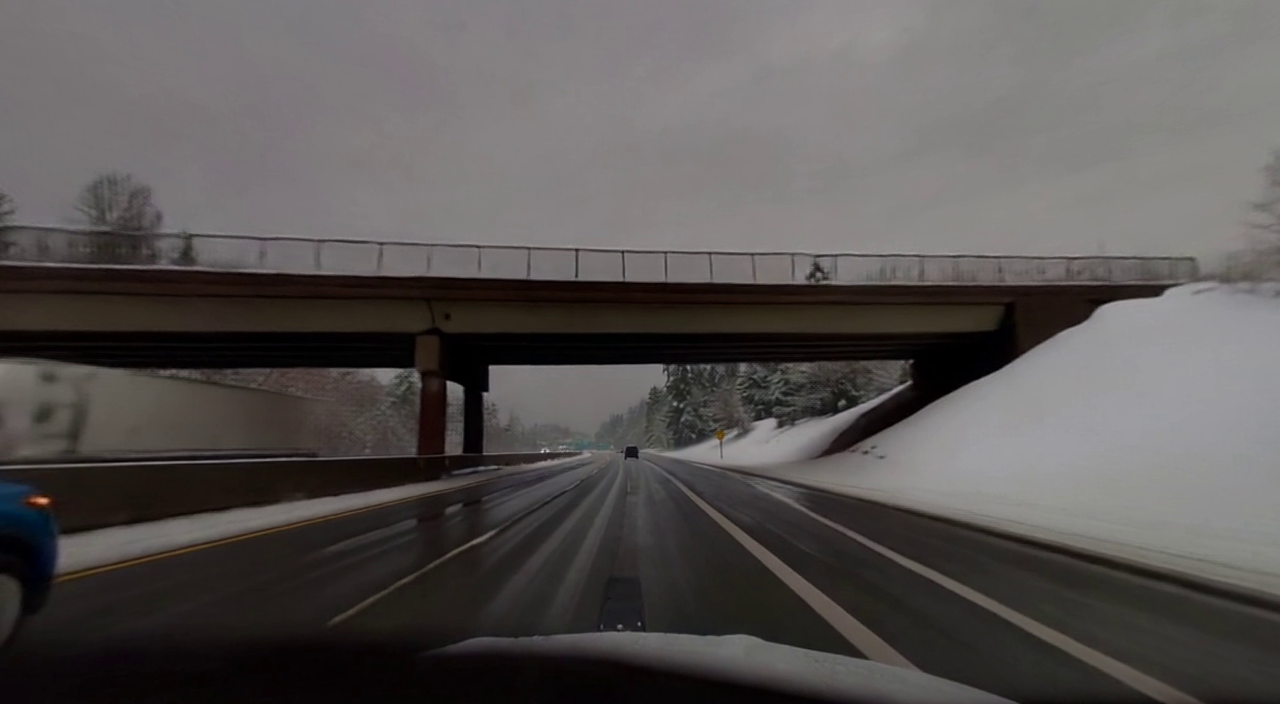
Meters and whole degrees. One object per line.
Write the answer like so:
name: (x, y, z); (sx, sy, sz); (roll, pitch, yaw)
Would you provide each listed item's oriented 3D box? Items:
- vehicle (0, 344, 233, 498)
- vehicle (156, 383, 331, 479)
vehicle: (-18.262, 2.458, 20.638); (2.912, 3.980, 10.503); (0, -9, -1)
vehicle: (-18.452, 3.902, 30.291); (2.852, 3.960, 8.405); (0, -9, -1)
